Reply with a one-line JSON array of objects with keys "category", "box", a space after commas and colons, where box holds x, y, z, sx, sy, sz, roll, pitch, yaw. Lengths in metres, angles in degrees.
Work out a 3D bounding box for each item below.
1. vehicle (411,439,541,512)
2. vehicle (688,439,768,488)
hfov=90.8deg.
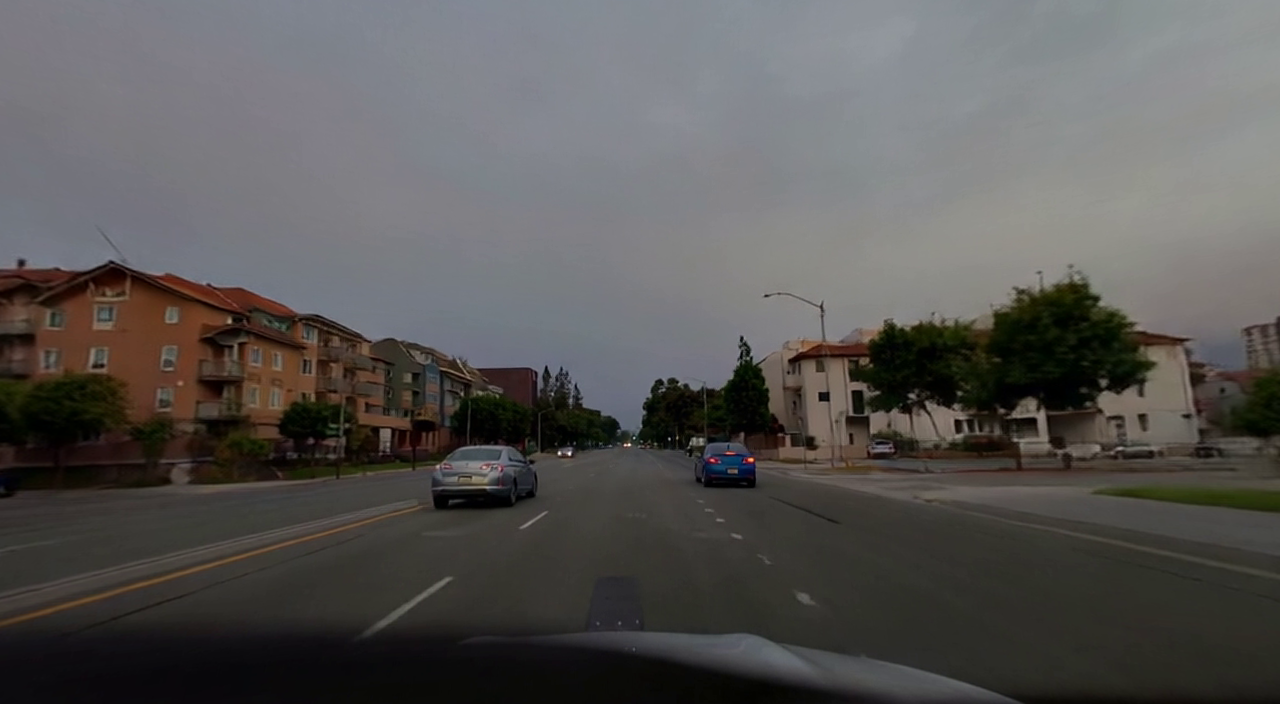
[{"category": "vehicle", "box": [-3.785, 2.913, 15.401, 2.062, 1.527, 4.044, 0, -8, 0]}, {"category": "vehicle", "box": [2.863, 3.735, 21.472, 1.978, 1.471, 4.426, 0, -8, -1]}]
